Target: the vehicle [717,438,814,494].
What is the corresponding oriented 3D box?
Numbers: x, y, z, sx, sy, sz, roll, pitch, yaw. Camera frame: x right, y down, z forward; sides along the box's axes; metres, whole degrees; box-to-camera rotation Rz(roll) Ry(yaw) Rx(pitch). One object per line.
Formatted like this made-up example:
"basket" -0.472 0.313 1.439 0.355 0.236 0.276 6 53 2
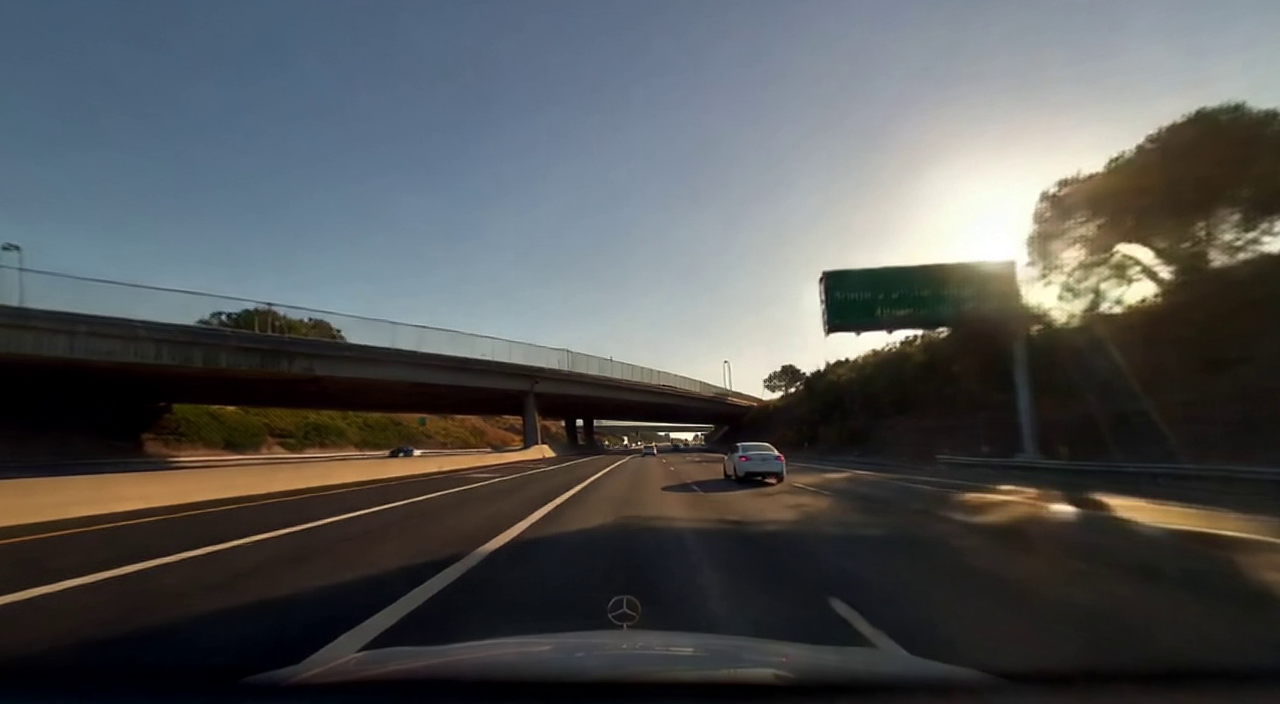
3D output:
"vehicle" 3.668 3.424 19.402 1.999 1.492 4.673 0 -8 0
